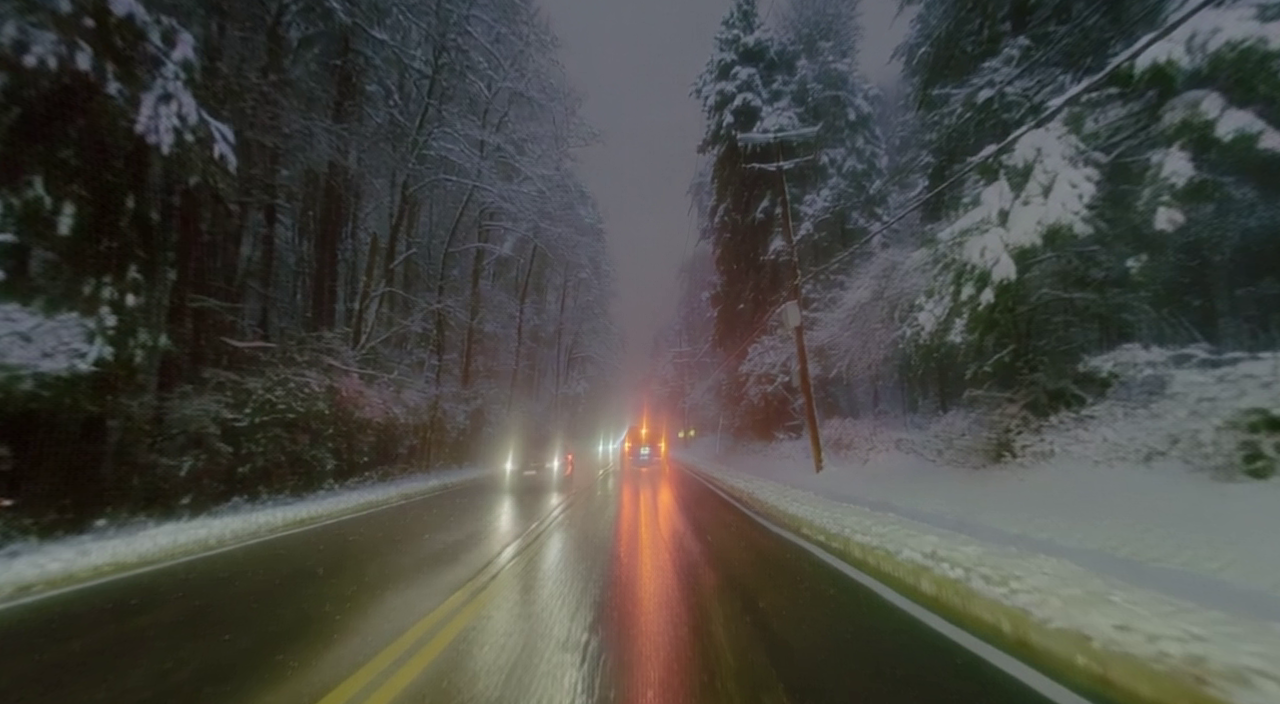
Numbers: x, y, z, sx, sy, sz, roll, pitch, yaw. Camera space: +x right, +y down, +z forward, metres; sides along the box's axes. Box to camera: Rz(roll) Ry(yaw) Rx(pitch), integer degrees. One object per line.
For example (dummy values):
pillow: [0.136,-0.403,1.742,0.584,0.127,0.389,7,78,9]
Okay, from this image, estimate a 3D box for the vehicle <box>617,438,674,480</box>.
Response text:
vehicle: [0.162,4.177,24.889,2.081,1.503,3.726,0,-8,-1]
